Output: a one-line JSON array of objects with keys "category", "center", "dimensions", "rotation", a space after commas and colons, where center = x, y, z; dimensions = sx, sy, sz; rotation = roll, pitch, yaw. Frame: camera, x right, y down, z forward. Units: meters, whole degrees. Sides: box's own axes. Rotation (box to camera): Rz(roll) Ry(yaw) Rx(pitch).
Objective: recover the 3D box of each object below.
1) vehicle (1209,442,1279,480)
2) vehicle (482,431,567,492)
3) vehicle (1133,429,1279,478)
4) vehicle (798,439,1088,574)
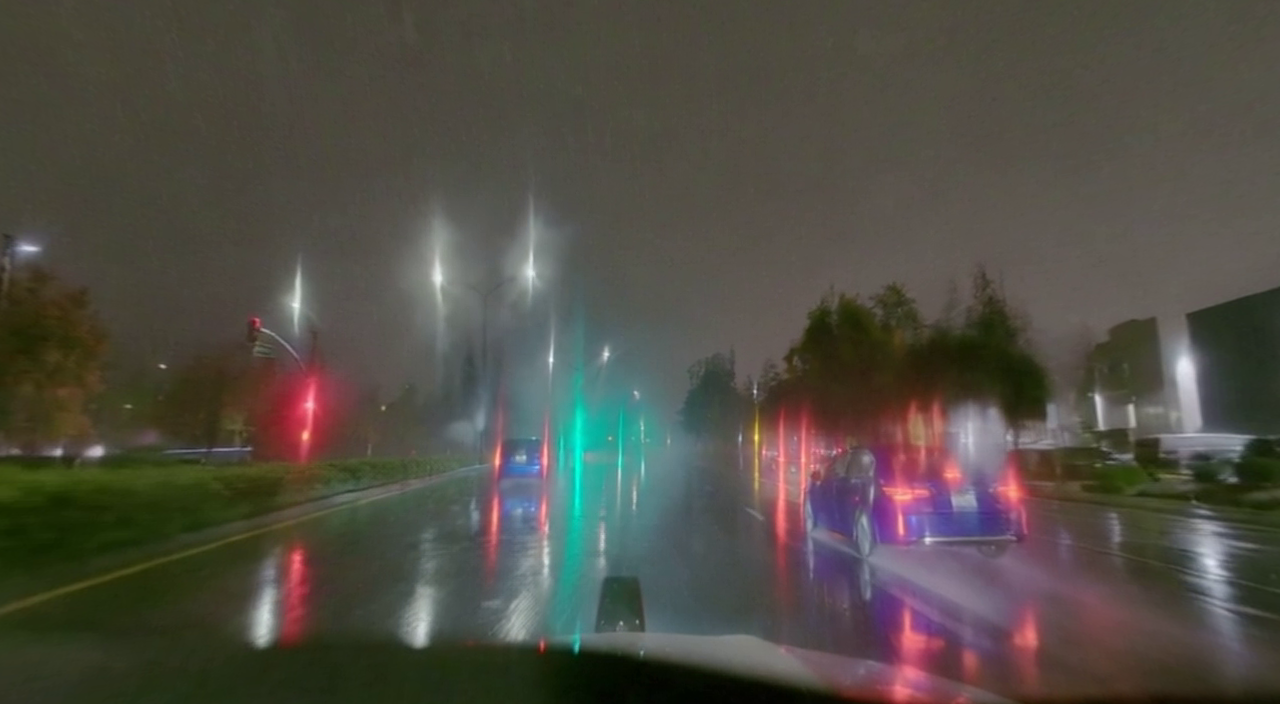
[{"category": "vehicle", "center": [24.962, 4.288, 25.028], "dimensions": [3.608, 1.401, 1.822], "rotation": [2, -9, -16]}, {"category": "vehicle", "center": [-3.504, 3.393, 19.964], "dimensions": [2.085, 1.693, 4.301], "rotation": [0, -8, -3]}, {"category": "vehicle", "center": [24.634, 4.349, 27.218], "dimensions": [5.801, 1.933, 2.289], "rotation": [3, -9, -18]}, {"category": "vehicle", "center": [3.784, 1.960, 8.953], "dimensions": [1.918, 1.418, 4.360], "rotation": [0, -8, 0]}]
